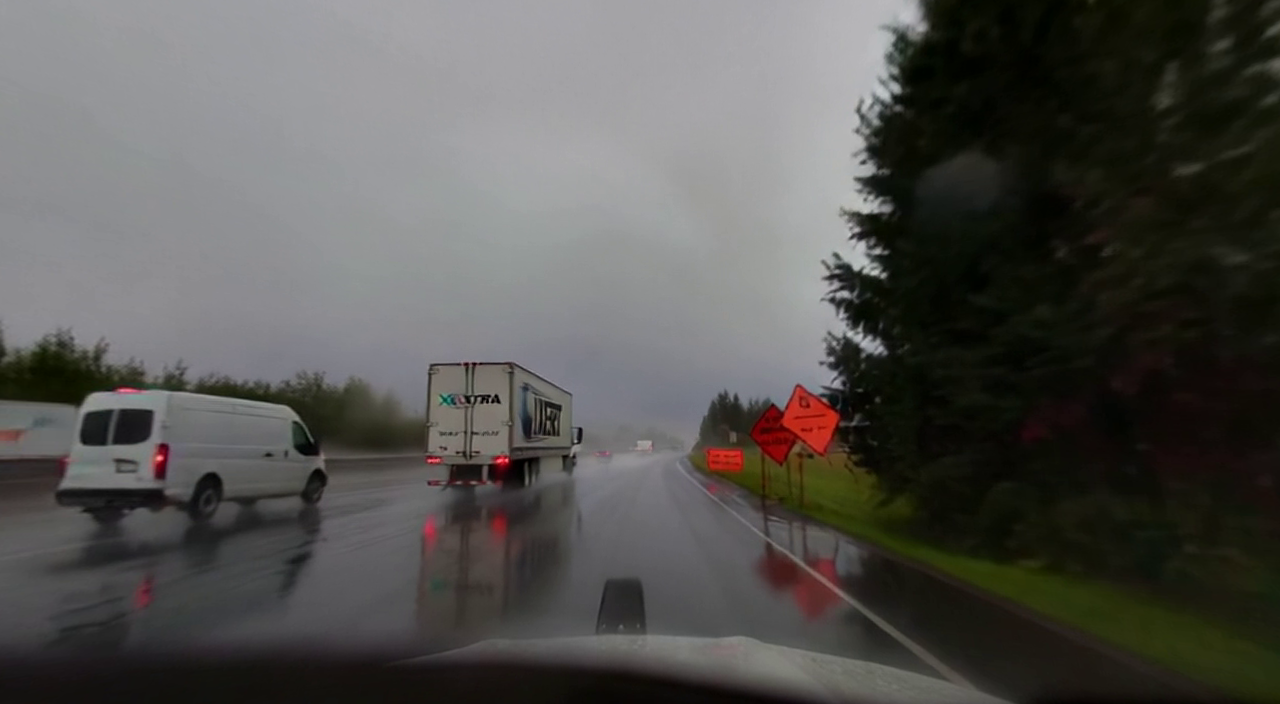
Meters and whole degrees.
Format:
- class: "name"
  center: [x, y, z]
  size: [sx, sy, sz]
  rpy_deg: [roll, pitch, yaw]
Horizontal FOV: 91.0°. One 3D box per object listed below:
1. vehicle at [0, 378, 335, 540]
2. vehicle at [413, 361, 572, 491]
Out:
- class: "vehicle"
  center: [-9.317, 2.166, 13.292]
  size: [2.469, 2.615, 5.874]
  rpy_deg: [0, -8, 3]
- class: "vehicle"
  center: [-5.104, 2.974, 24.432]
  size: [3.183, 4.011, 9.617]
  rpy_deg: [0, -8, 4]
